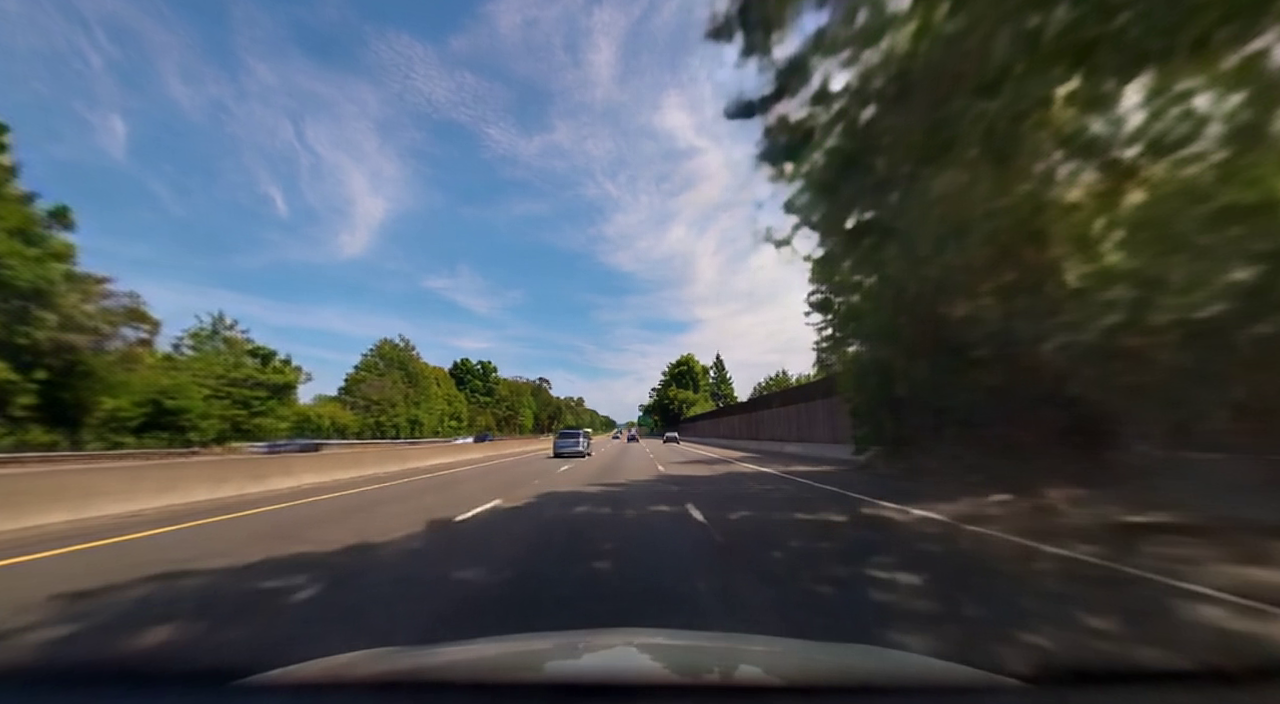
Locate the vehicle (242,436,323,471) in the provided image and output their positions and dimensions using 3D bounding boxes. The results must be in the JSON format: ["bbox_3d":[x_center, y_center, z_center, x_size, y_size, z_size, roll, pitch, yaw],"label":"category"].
[{"bbox_3d":[-18.065,5.124,32.045,1.780,1.624,3.976,0,-8,0],"label":"vehicle"}]

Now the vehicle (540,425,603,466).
[{"bbox_3d":[-3.043,4.268,28.972,2.306,1.730,4.606,0,-8,1],"label":"vehicle"}]
